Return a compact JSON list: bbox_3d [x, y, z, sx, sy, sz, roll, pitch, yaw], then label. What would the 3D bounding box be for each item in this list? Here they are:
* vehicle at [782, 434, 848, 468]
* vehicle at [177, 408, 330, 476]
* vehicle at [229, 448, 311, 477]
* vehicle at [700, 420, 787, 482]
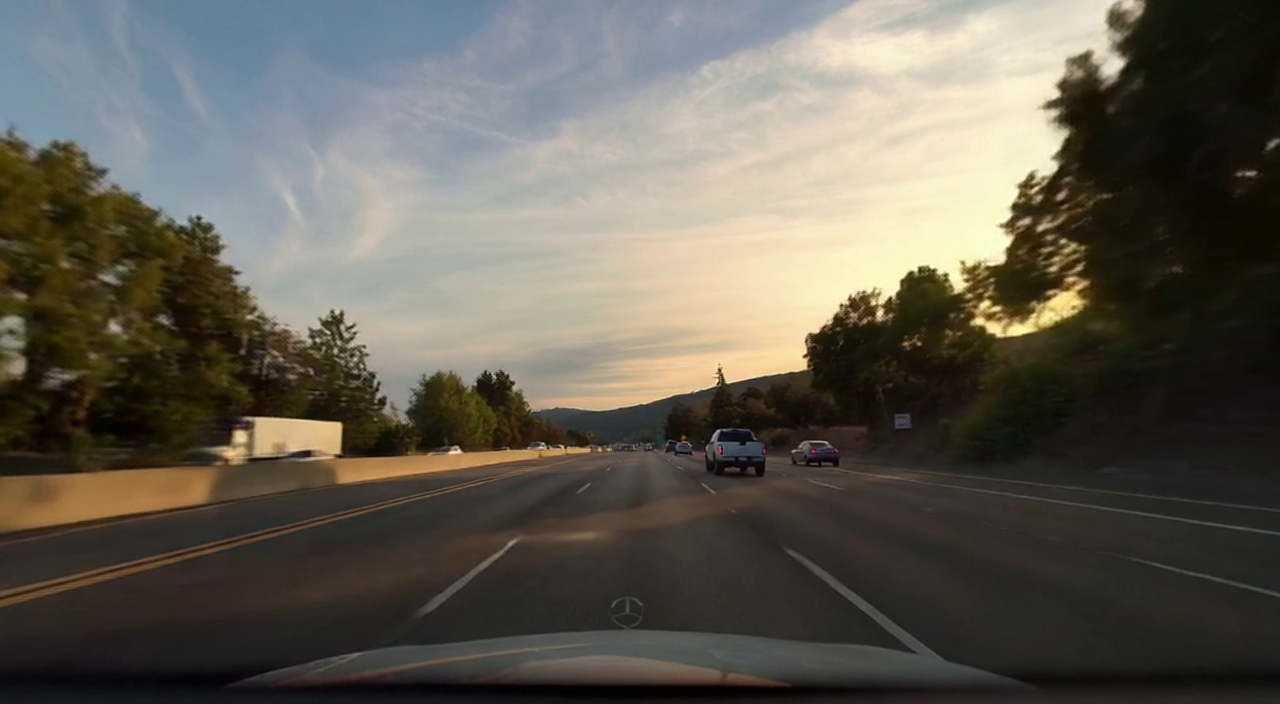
[{"bbox_3d":[9.240,5.255,33.675,2.045,1.658,4.598,0,-8,-2],"label":"vehicle"},{"bbox_3d":[-24.824,5.941,41.655,2.979,3.823,11.123,0,-8,0],"label":"vehicle"},{"bbox_3d":[-20.855,6.208,35.791,1.912,1.449,4.574,0,-8,0],"label":"vehicle"},{"bbox_3d":[3.599,3.603,23.168,2.218,1.964,5.662,0,-8,0],"label":"vehicle"}]
